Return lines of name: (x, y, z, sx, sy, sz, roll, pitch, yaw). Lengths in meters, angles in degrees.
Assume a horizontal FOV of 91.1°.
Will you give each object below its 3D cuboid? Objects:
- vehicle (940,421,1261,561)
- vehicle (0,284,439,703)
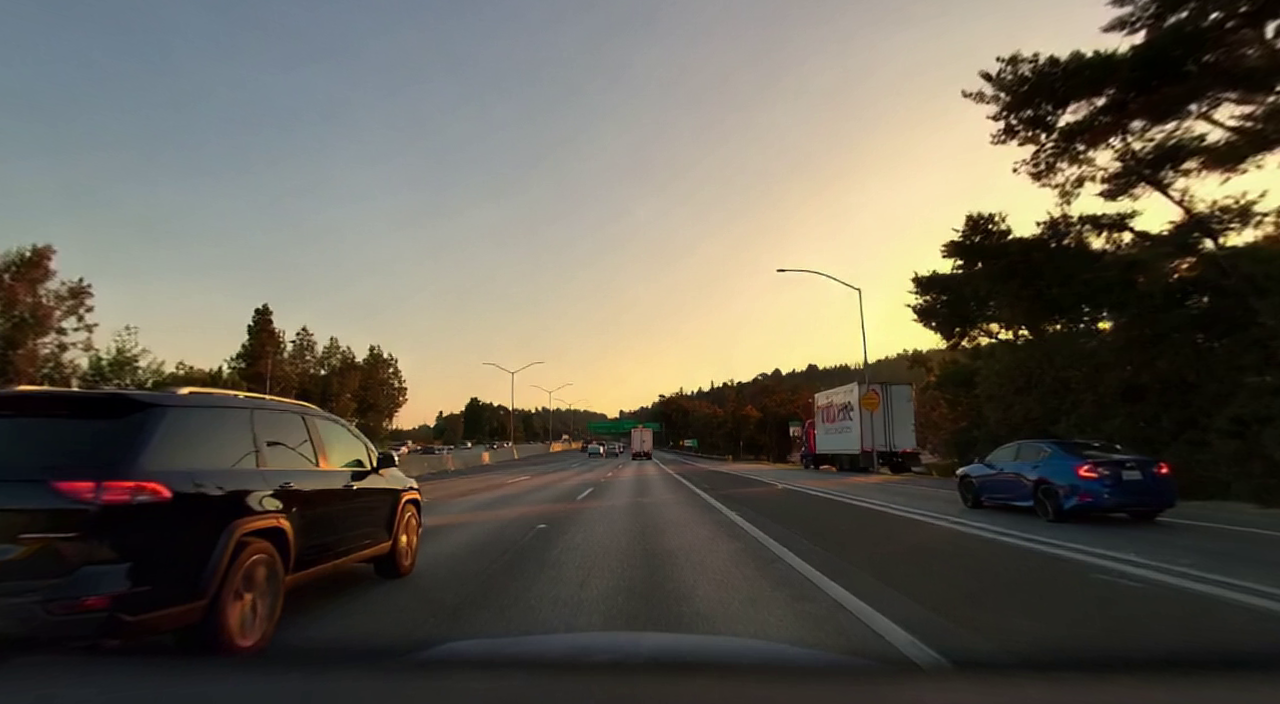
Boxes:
vehicle: (6.603, 2.005, 9.764, 1.958, 1.681, 4.109, 0, -9, 3)
vehicle: (-3.163, 0.979, 3.892, 2.178, 1.826, 4.933, 0, -9, 0)
